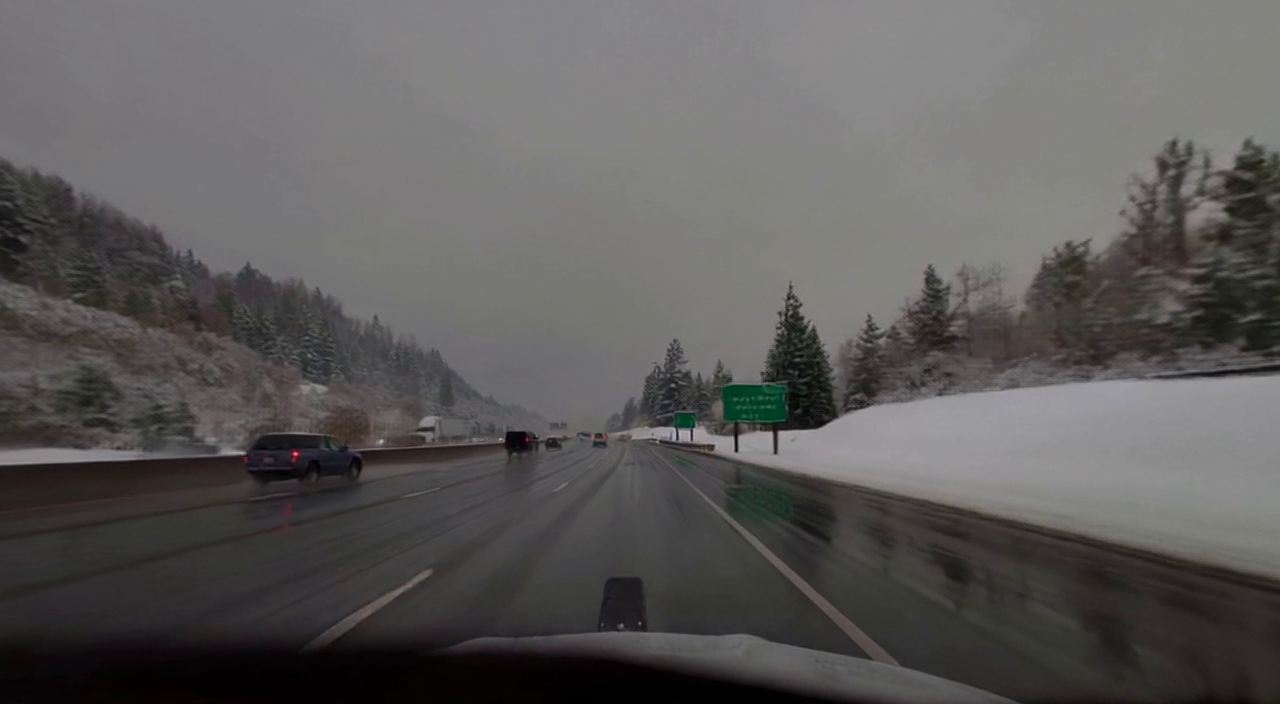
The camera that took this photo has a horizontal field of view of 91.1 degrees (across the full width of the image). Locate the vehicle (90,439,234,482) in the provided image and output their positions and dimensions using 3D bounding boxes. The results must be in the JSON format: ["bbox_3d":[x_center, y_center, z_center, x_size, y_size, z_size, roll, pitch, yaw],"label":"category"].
[{"bbox_3d":[-18.200,4.122,24.239,1.909,1.482,4.647,0,-8,0],"label":"vehicle"}]

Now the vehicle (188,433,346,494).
[{"bbox_3d":[-11.139,3.352,19.245,2.001,1.625,4.528,0,-8,1],"label":"vehicle"}]

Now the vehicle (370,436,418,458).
[{"bbox_3d":[-18.357,7.086,46.990,1.889,1.546,4.305,0,-8,0],"label":"vehicle"}]
